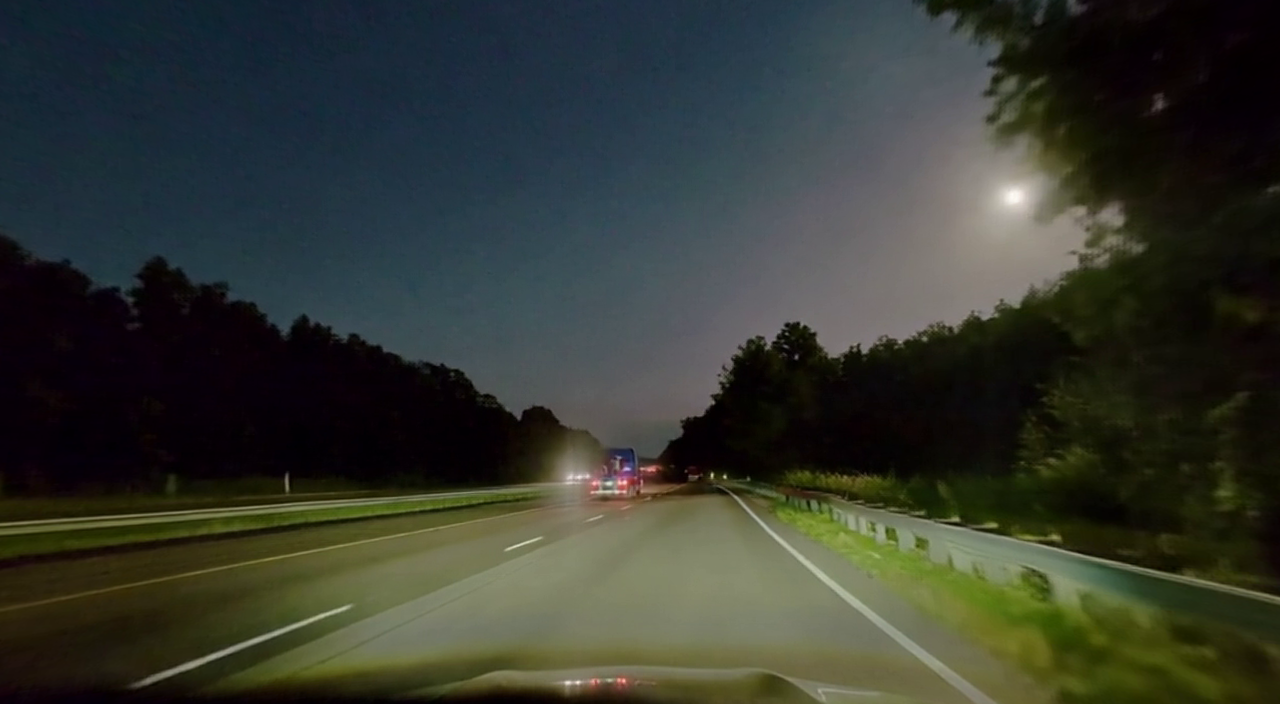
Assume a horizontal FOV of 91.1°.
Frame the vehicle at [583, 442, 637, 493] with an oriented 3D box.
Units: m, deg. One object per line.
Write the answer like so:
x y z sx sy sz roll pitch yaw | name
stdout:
-1.947 8.126 44.160 2.841 3.244 7.689 0 -11 4 | vehicle
